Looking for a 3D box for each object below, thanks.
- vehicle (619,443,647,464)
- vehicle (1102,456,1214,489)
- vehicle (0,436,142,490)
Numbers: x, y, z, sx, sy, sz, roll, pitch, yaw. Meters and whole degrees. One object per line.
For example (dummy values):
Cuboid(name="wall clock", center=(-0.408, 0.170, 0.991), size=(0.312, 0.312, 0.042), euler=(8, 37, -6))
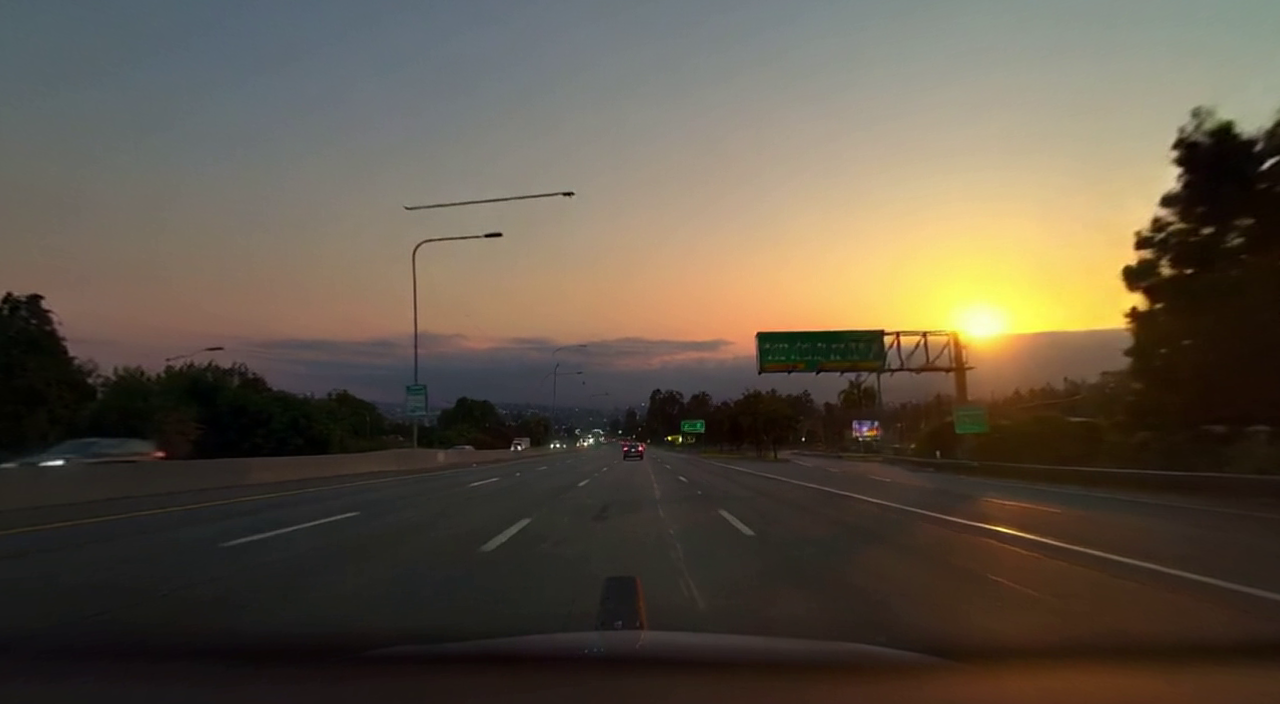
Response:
Cuboid(name="vehicle", center=(-0.575, 7.773, 48.501), size=(2.025, 1.460, 4.189), euler=(0, -8, -1))
Cuboid(name="vehicle", center=(24.450, 5.681, 29.921), size=(3.596, 1.434, 1.782), euler=(-1, -9, 5))
Cuboid(name="vehicle", center=(-21.035, 3.899, 22.687), size=(2.201, 1.708, 4.988), euler=(0, -8, 0))
